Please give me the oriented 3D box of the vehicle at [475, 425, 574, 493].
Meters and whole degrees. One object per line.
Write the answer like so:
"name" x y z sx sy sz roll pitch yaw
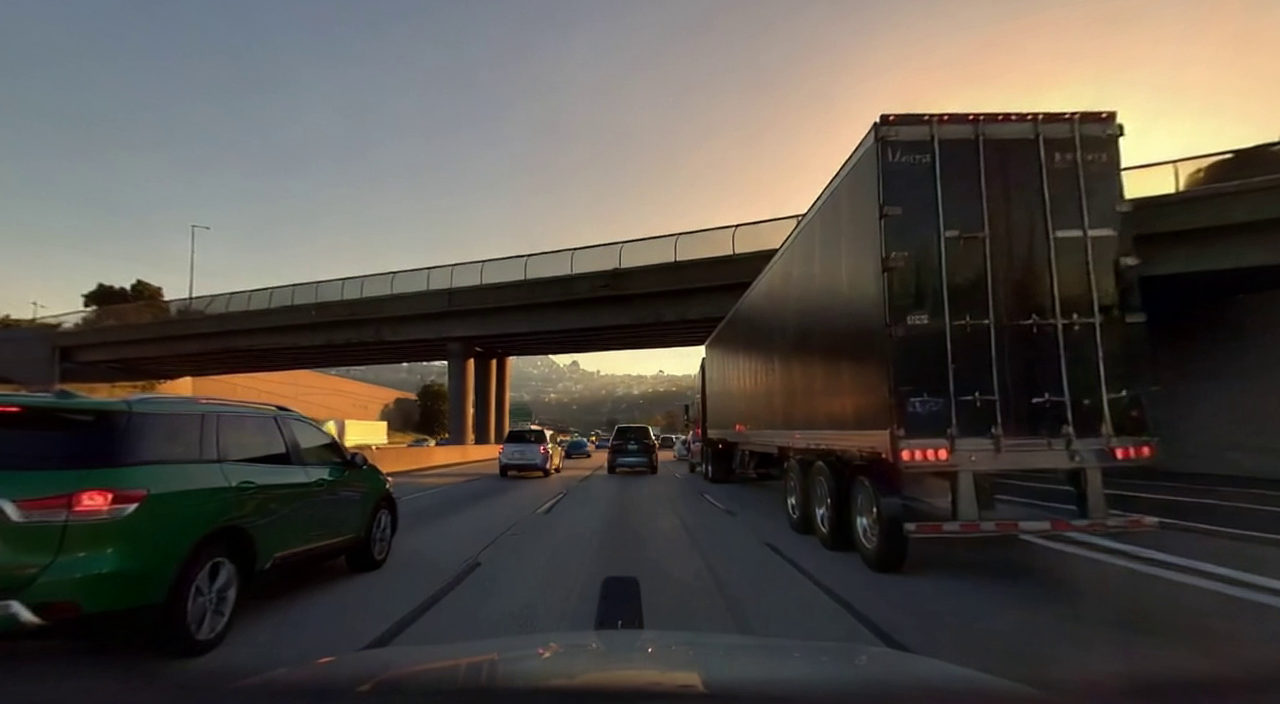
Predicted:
"vehicle" -3.356 3.213 19.250 2.120 1.812 4.659 0 -8 0

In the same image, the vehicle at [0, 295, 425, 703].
"vehicle" -3.304 0.982 3.936 2.193 1.803 4.958 0 -8 -1

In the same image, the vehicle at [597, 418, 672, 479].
"vehicle" -0.220 3.949 25.971 2.704 2.216 5.804 0 -8 0

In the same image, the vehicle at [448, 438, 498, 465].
"vehicle" -11.256 6.720 42.713 1.955 1.688 4.793 0 -8 1

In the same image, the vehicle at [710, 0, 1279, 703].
"vehicle" 3.492 0.760 10.130 2.852 4.121 16.210 0 -8 0
